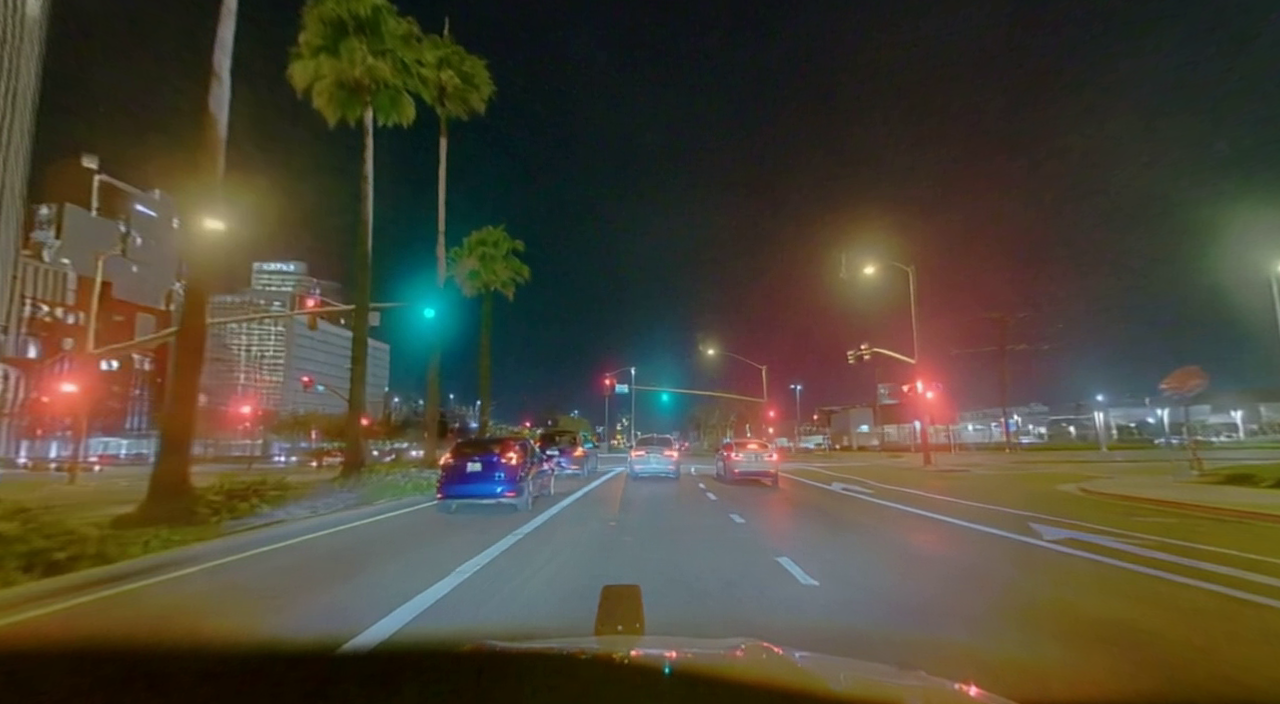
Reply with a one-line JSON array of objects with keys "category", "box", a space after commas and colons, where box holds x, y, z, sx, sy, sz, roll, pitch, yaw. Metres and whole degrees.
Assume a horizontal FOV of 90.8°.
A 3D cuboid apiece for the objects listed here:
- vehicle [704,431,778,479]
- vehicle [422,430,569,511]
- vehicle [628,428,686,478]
[{"category": "vehicle", "box": [3.538, 3.694, 22.798, 1.936, 1.567, 3.896, 0, -9, -1]}, {"category": "vehicle", "box": [-2.943, 2.548, 14.050, 1.962, 1.480, 4.605, -1, -8, 3]}, {"category": "vehicle", "box": [0.644, 3.872, 24.453, 2.060, 1.730, 4.257, 0, -8, 1]}]
